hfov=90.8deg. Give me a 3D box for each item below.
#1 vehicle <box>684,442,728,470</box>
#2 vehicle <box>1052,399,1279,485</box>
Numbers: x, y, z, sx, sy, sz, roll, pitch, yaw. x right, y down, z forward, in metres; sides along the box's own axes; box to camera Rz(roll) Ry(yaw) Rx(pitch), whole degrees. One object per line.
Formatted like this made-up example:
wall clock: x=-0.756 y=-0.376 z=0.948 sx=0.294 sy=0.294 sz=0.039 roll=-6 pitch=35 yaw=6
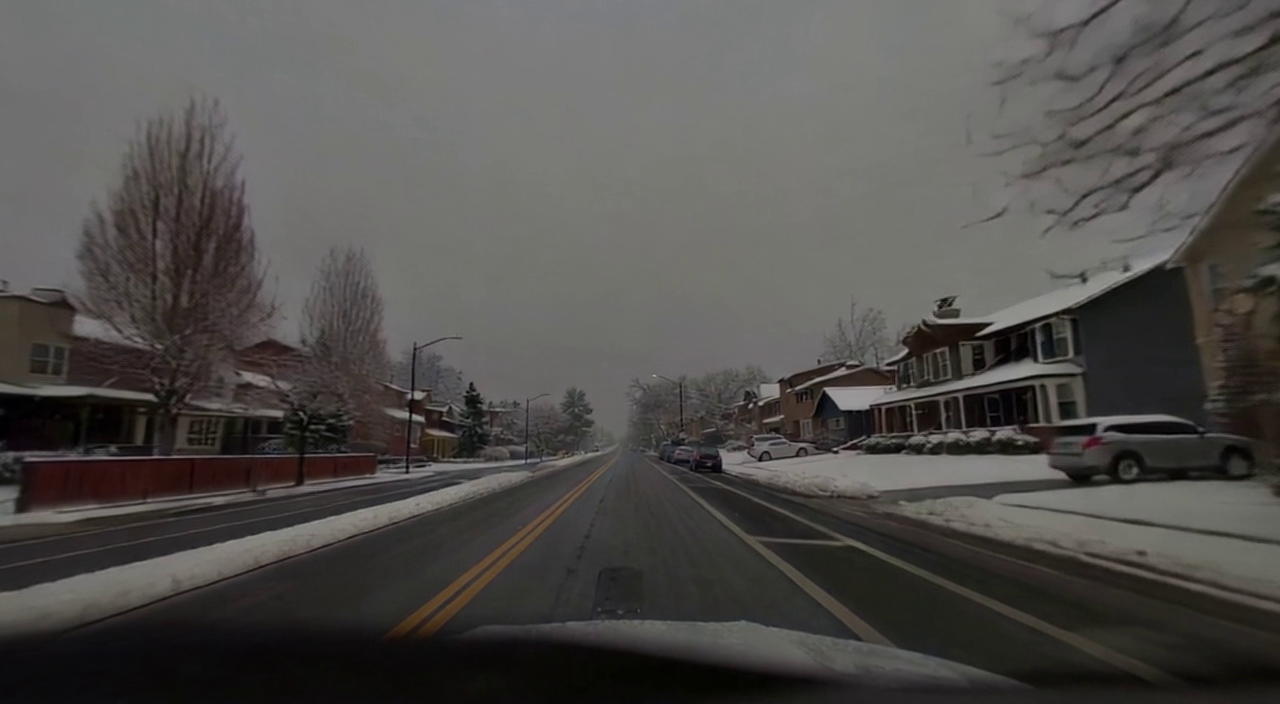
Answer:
vehicle: x=3.932 y=6.334 z=38.417 sx=1.971 sy=1.558 sz=4.895 roll=0 pitch=-9 yaw=-2
vehicle: x=13.641 y=2.251 z=16.236 sx=4.682 sy=1.956 sz=2.001 roll=-1 pitch=-6 yaw=-3
